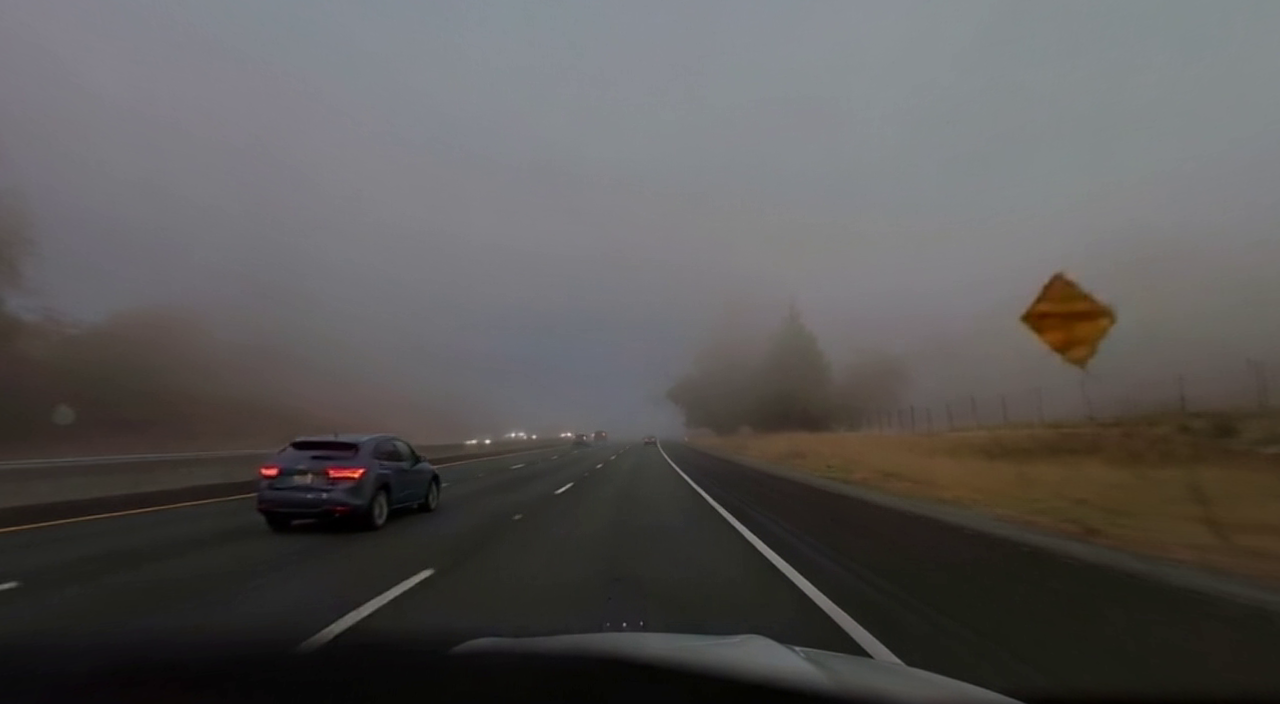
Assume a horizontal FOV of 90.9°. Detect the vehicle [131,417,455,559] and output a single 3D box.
[{"bbox_3d":[-4.526,1.846,9.360,2.071,1.556,4.729,0,-8,1],"label":"vehicle"}]
